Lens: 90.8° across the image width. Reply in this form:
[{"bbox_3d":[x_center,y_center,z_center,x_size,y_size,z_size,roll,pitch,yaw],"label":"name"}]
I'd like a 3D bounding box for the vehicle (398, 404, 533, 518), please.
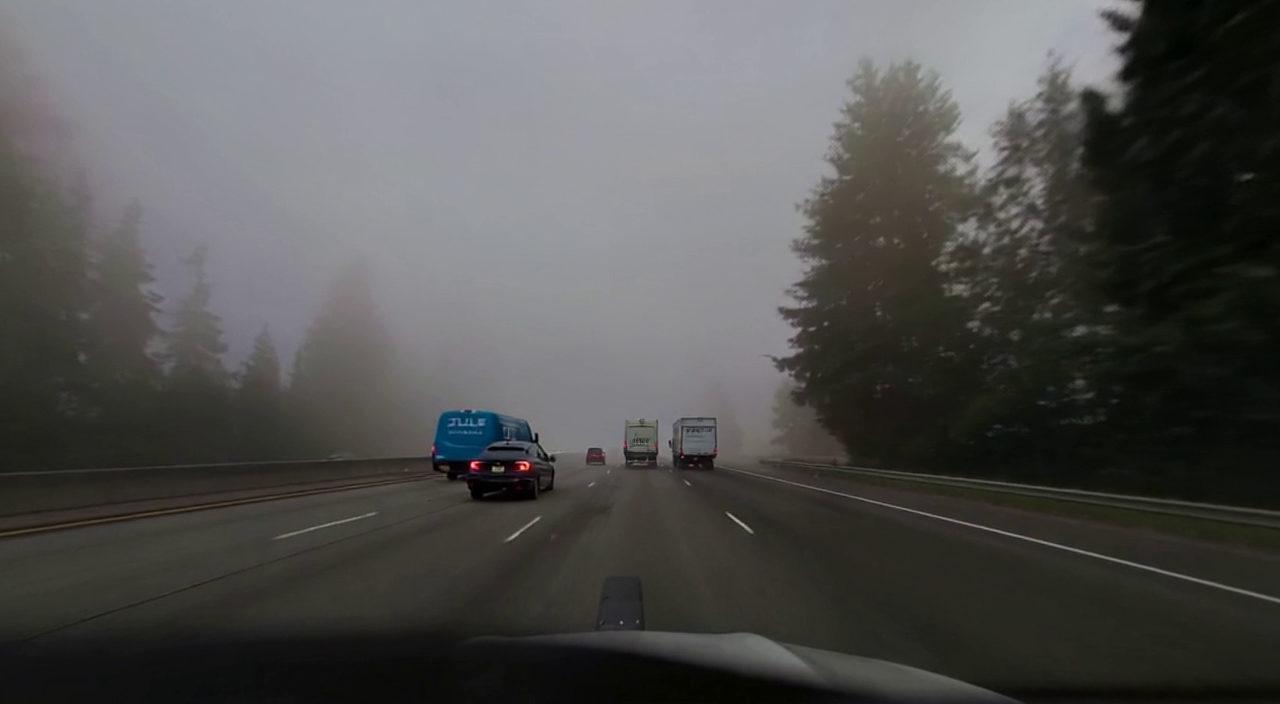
[{"bbox_3d":[-3.757,2.425,14.299,2.033,2.234,3.490,0,-9,0],"label":"vehicle"}]

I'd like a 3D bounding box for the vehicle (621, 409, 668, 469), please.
[{"bbox_3d":[0.259,6.802,48.717,3.201,4.019,10.918,0,-9,0],"label":"vehicle"}]
